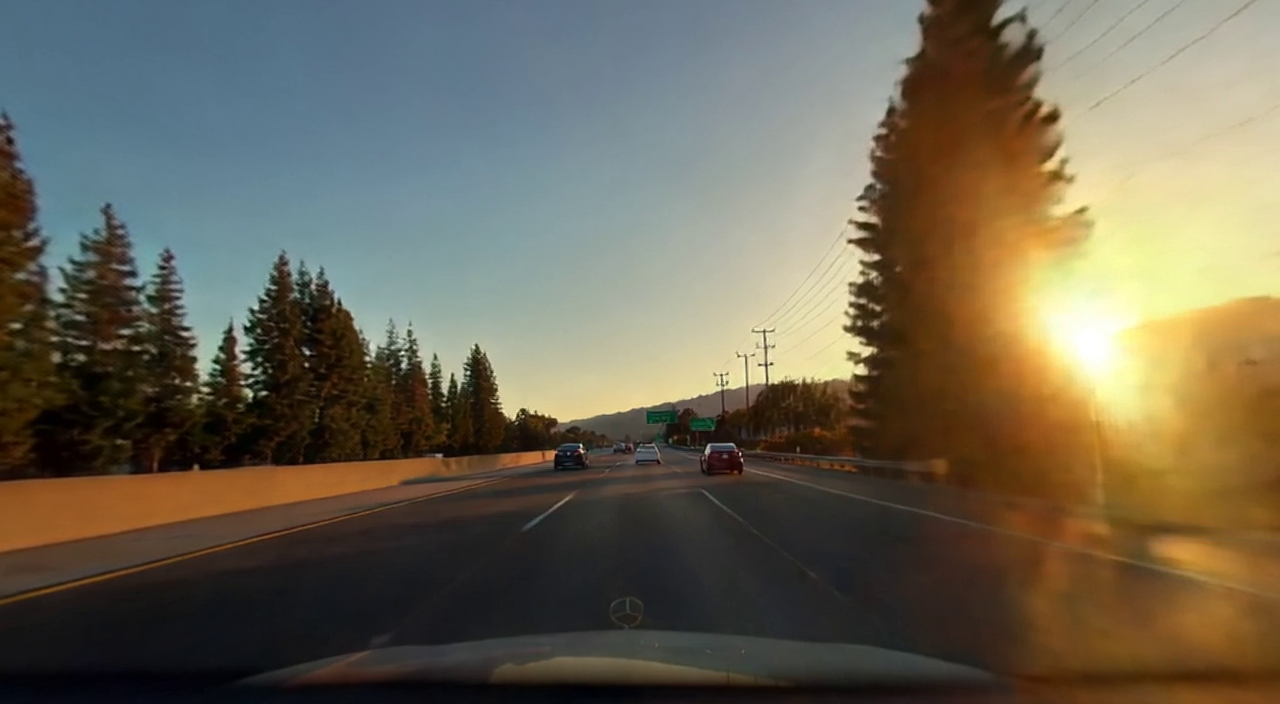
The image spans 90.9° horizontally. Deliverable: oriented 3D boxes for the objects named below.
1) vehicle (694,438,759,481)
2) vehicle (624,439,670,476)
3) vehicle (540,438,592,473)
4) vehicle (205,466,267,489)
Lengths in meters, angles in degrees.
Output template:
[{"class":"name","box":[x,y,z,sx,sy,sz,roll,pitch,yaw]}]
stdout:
[{"class":"vehicle","box":[3.394,4.290,25.490,1.996,1.579,3.841,0,-8,-1]},{"class":"vehicle","box":[0.331,5.042,30.409,2.049,1.620,4.153,0,-8,0]},{"class":"vehicle","box":[-4.037,5.715,35.038,2.217,1.773,4.553,0,-8,1]},{"class":"vehicle","box":[-31.658,9.827,49.566,1.866,1.590,4.434,0,-8,1]}]
